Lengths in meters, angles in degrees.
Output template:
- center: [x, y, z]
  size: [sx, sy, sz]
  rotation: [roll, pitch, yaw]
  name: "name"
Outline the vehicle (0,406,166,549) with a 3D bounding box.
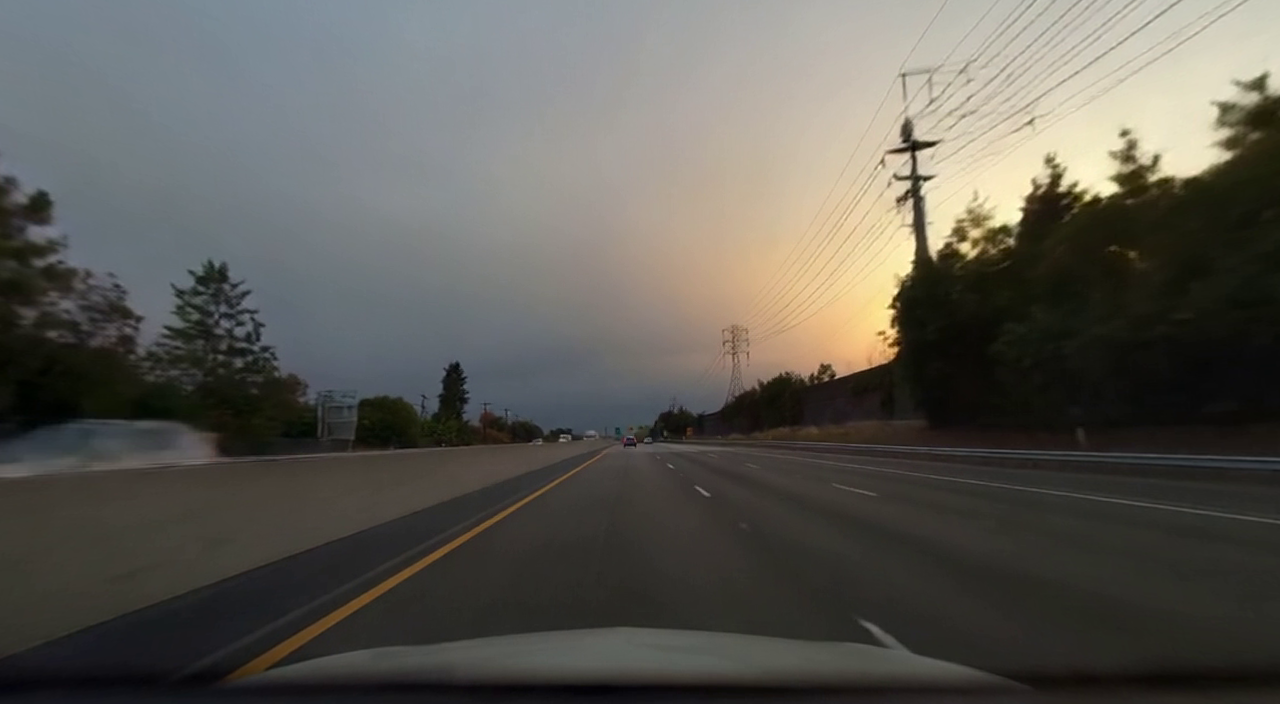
- center: [-9.348, 1.695, 8.664]
  size: [2.174, 1.820, 4.527]
  rotation: [0, -8, -1]
  name: "vehicle"
